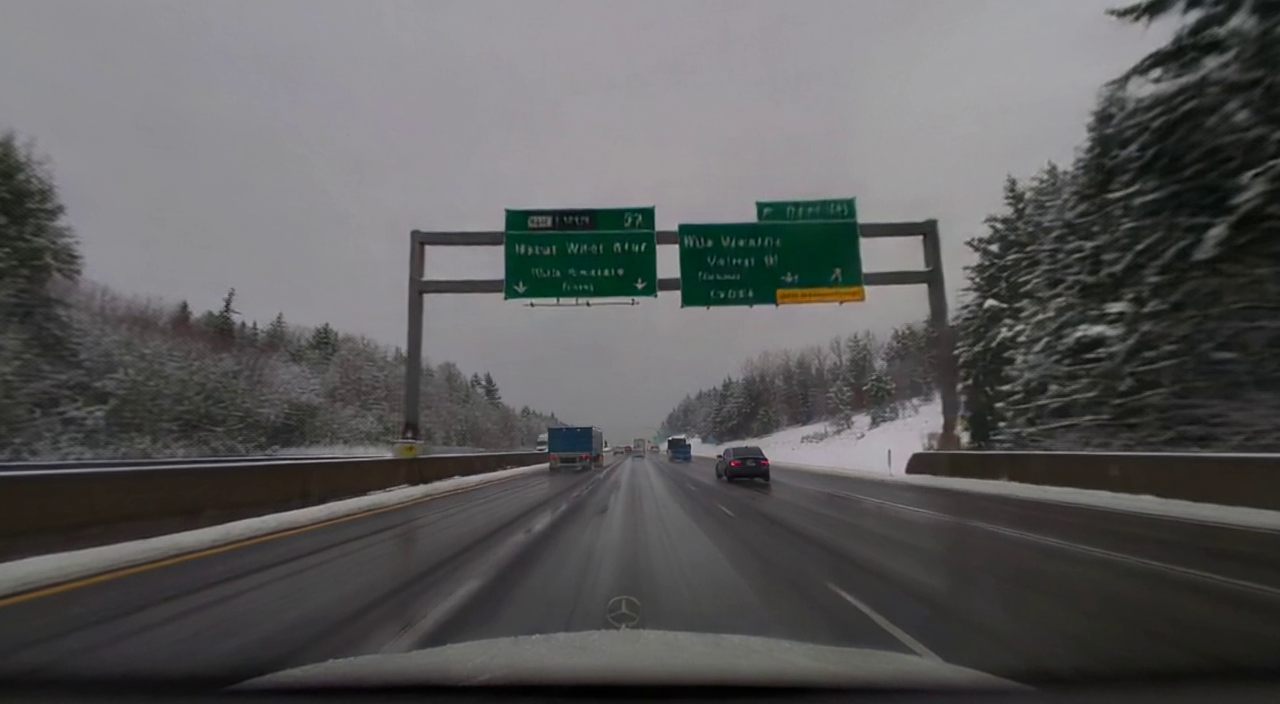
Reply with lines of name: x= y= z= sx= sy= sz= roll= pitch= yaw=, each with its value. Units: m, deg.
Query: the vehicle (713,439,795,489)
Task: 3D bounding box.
vehicle: x=3.810 y=3.837 z=21.806 sx=1.983 sy=1.545 sz=4.038 roll=0 pitch=-9 yaw=-1

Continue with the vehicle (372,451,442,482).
vehicle: x=-11.662 y=5.726 z=31.901 sx=1.810 sy=1.429 sz=4.420 roll=0 pitch=-9 yaw=1

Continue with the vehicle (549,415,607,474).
vehicle: x=-3.581 y=5.583 z=37.924 sx=2.667 sy=3.195 sz=6.731 roll=0 pitch=-9 yaw=1
